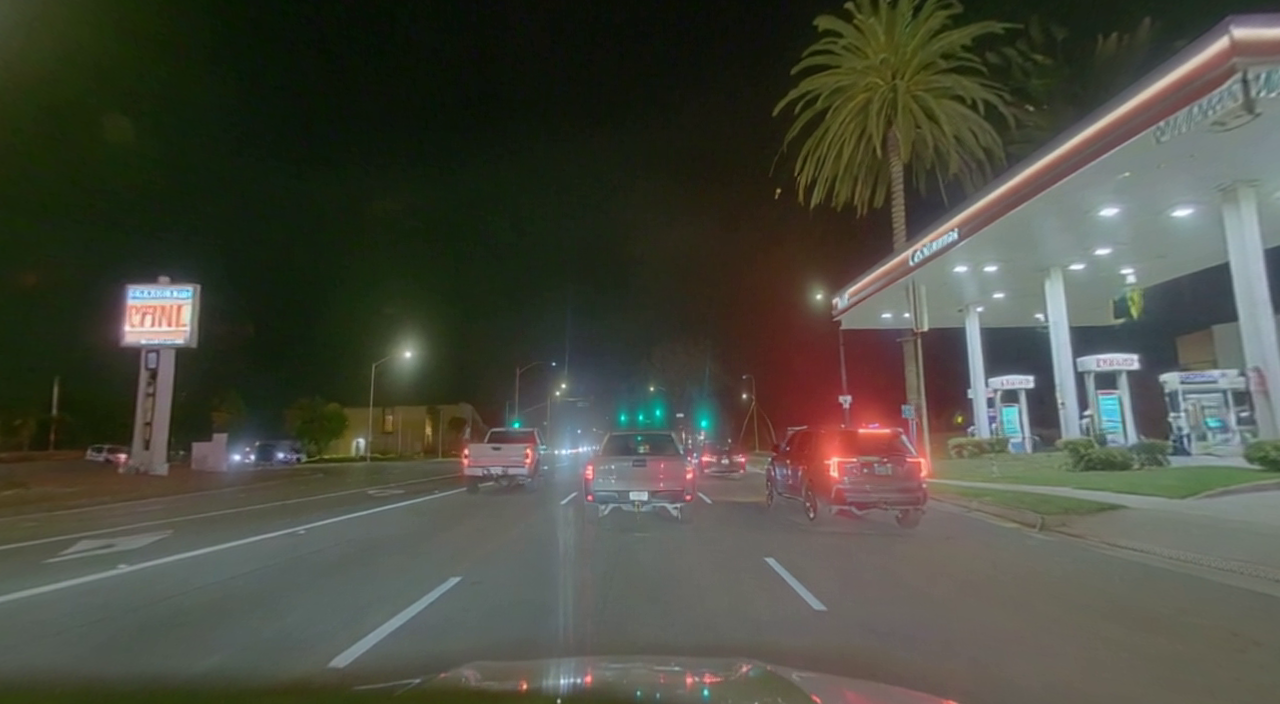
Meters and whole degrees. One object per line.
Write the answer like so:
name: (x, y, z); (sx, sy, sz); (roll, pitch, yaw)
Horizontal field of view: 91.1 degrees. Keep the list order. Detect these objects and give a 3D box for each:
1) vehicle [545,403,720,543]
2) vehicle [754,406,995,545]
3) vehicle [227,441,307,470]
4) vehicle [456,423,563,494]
vehicle: (-0.043, 1.995, 11.053); (2.295, 1.835, 5.471); (0, -8, 1)
vehicle: (3.603, 2.041, 11.128); (2.120, 1.828, 5.531); (0, -8, 0)
vehicle: (-29.031, 8.043, 49.174); (2.543, 2.092, 6.613); (0, -8, -3)
vehicle: (-3.675, 3.114, 18.646); (2.071, 1.811, 4.605); (0, -8, 1)
